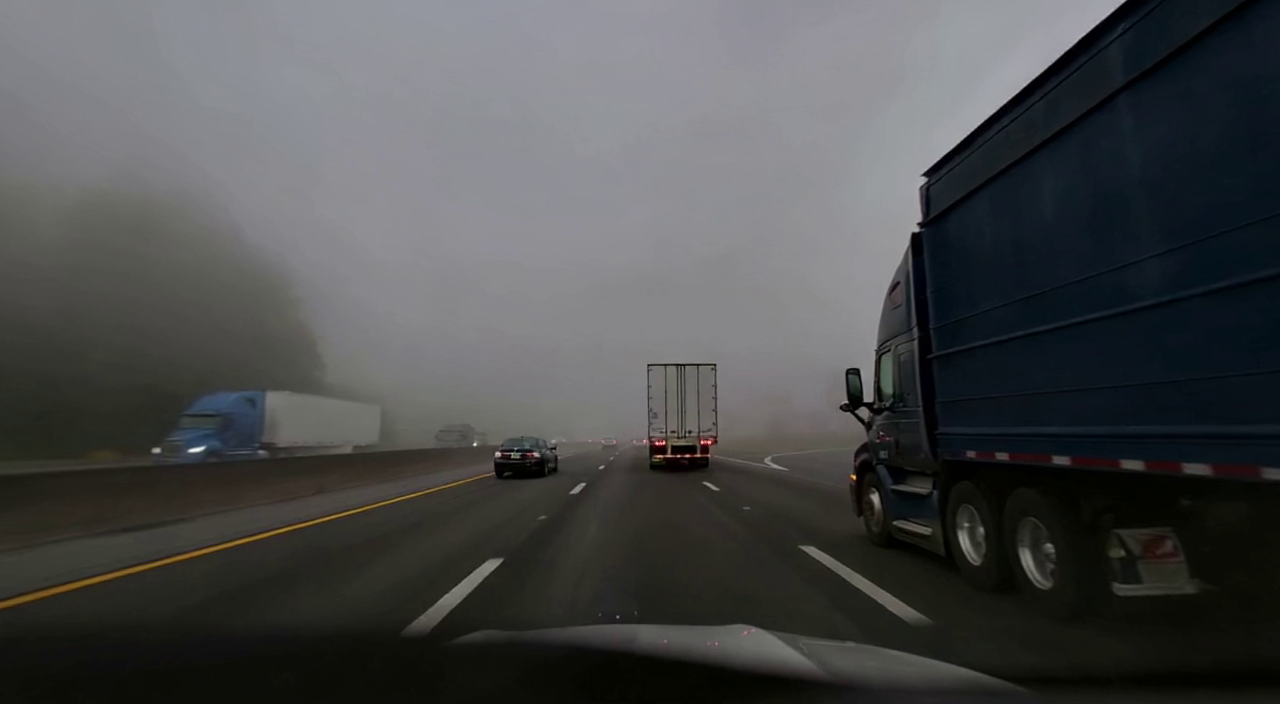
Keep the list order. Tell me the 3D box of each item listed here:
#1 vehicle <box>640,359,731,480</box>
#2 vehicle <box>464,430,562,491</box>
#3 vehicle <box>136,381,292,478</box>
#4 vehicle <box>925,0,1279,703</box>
[{"bbox_3d":[1.543,2.885,25.713,2.871,3.815,11.331,0,-8,1],"label":"vehicle"},{"bbox_3d":[-3.370,2.934,17.455,1.930,1.484,3.849,0,-8,0],"label":"vehicle"},{"bbox_3d":[-19.493,3.629,29.400,3.006,4.031,5.934,0,-8,-1],"label":"vehicle"},{"bbox_3d":[4.534,-0.260,1.246,3.070,3.575,9.842,0,-8,-2],"label":"vehicle"}]
